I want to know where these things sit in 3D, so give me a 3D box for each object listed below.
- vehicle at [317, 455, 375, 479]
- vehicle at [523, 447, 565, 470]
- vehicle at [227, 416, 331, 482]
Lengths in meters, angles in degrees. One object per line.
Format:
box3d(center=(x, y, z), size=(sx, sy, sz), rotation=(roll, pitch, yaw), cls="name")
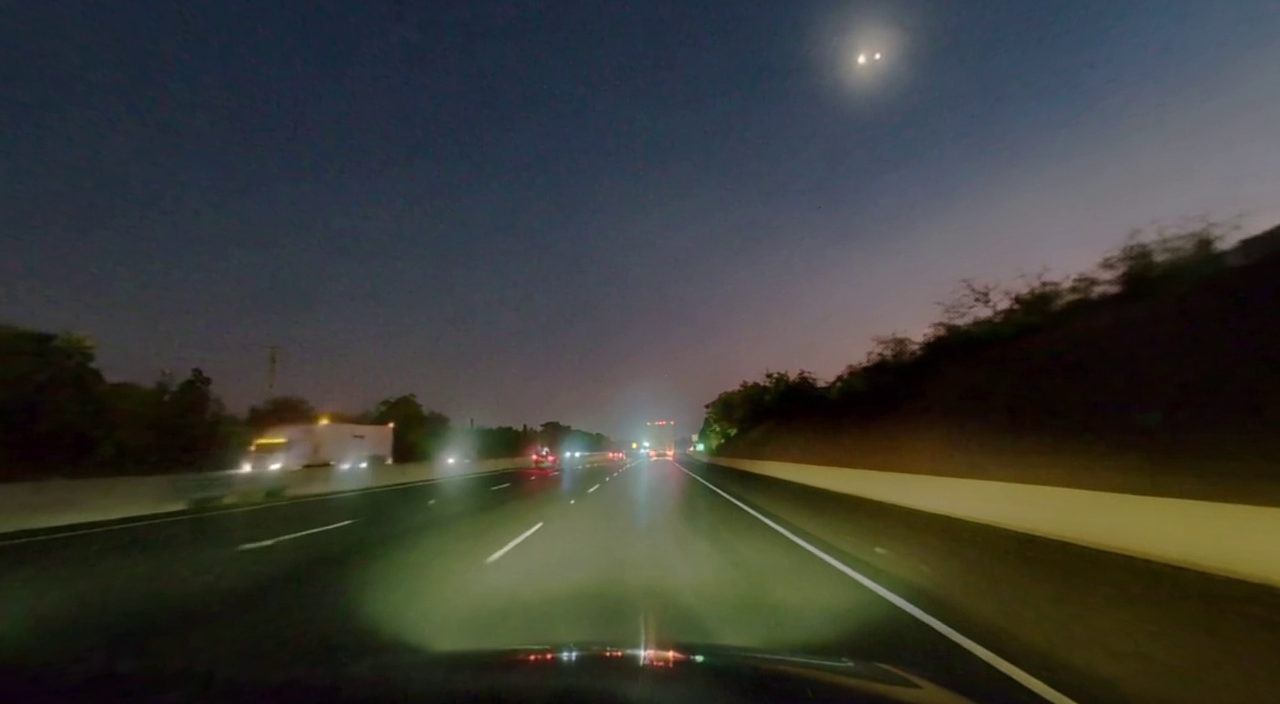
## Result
box3d(center=(-18.964, 7.397, 40.838), size=(1.717, 1.429, 3.989), rotation=(0, -9, 1), cls="vehicle")
box3d(center=(-6.598, 7.381, 43.788), size=(2.031, 1.521, 4.503), rotation=(0, -9, 2), cls="vehicle")
box3d(center=(-22.941, 6.225, 40.494), size=(2.969, 3.923, 5.892), rotation=(0, -9, 1), cls="vehicle")
